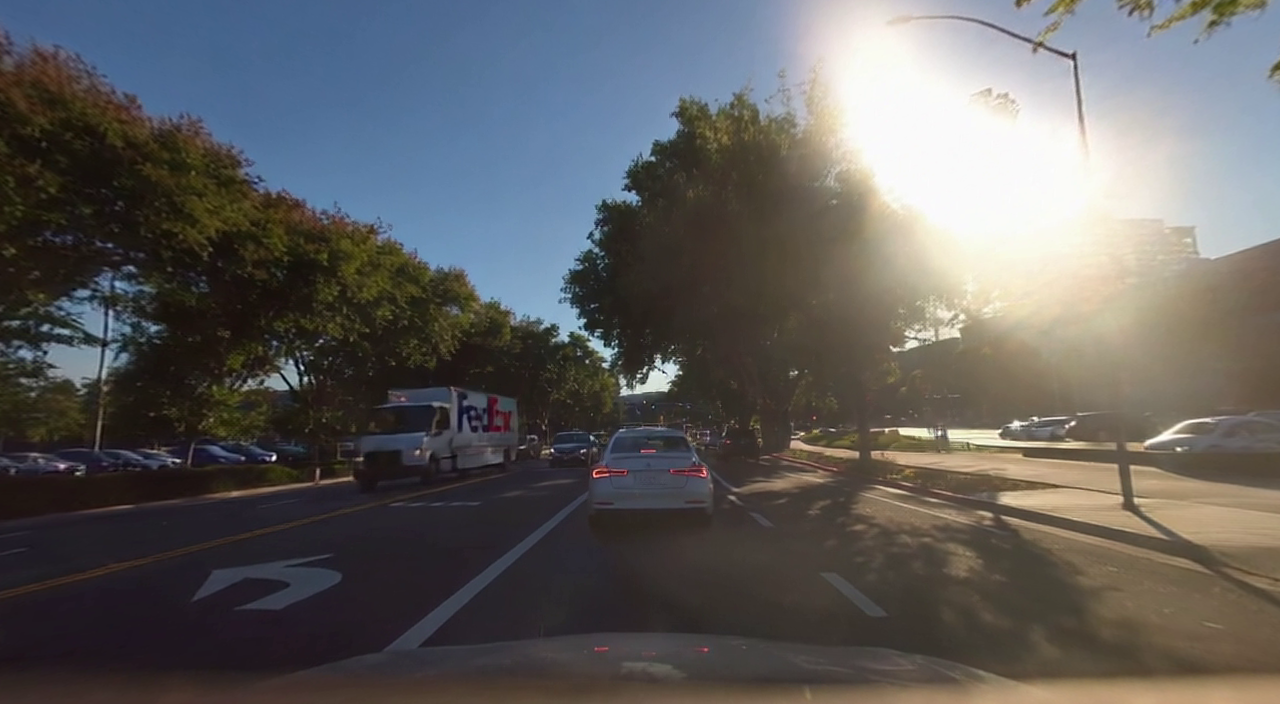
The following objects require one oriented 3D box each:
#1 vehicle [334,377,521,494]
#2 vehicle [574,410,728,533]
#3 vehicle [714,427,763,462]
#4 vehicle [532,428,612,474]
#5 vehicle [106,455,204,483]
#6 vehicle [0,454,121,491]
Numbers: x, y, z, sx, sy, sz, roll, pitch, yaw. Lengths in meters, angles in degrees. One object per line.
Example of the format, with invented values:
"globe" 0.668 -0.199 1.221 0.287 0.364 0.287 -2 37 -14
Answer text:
"vehicle" -6.995 3.072 22.891 2.961 3.316 9.483 -1 -8 4
"vehicle" 0.180 1.982 10.996 2.154 1.710 4.128 -1 -8 1
"vehicle" 5.402 5.162 35.113 2.155 1.786 4.459 -1 -8 3
"vehicle" -2.755 4.191 26.943 2.057 1.786 4.725 -2 -8 11
"vehicle" -27.042 6.510 35.195 4.260 1.498 1.769 -2 -8 9
"vehicle" -28.015 5.754 30.232 4.743 1.671 1.842 -1 -8 4
